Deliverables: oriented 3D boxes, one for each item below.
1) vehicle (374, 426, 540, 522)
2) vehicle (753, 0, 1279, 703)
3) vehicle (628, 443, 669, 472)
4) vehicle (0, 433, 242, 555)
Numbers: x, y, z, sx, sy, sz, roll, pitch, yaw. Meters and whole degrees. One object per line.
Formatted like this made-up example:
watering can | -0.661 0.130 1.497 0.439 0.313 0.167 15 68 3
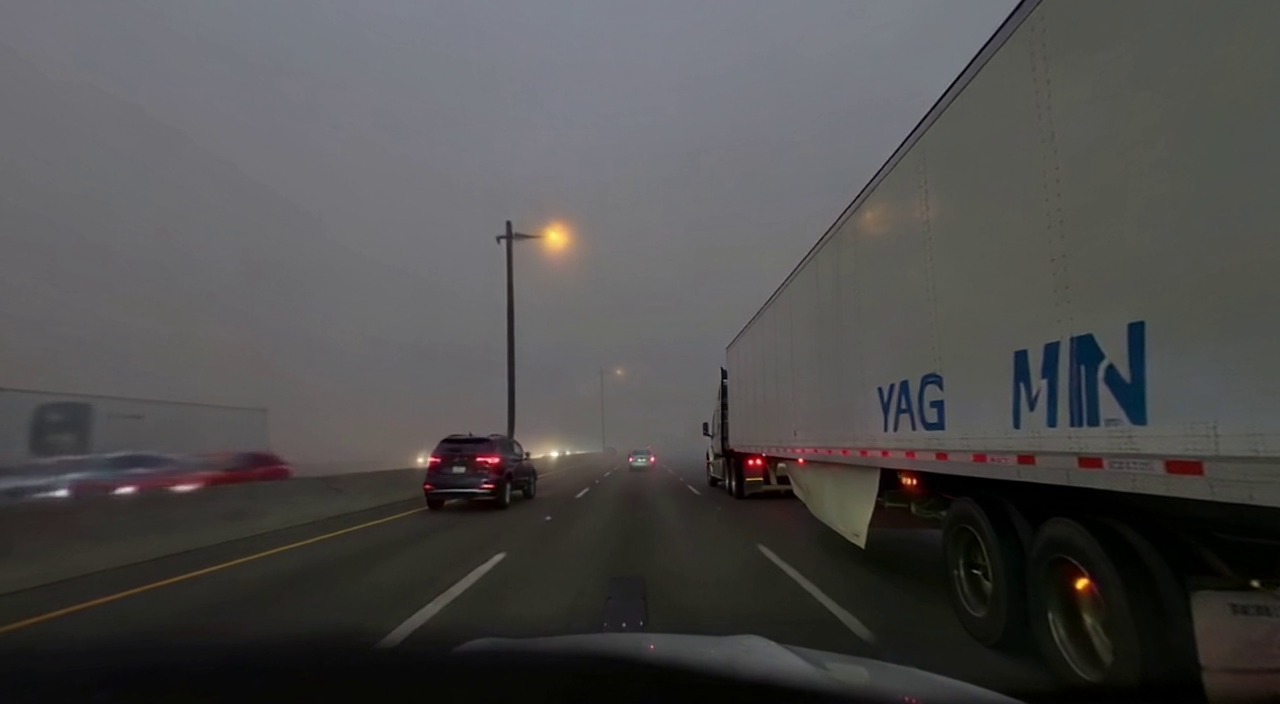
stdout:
vehicle | -3.740 2.600 14.025 2.091 1.722 4.974 -1 -9 1
vehicle | 3.868 0.305 7.230 2.821 4.077 12.562 0 -9 0
vehicle | 0.428 5.729 34.446 2.063 1.469 4.208 0 -9 0
vehicle | -8.642 2.093 9.991 1.917 1.506 4.152 0 -9 0
